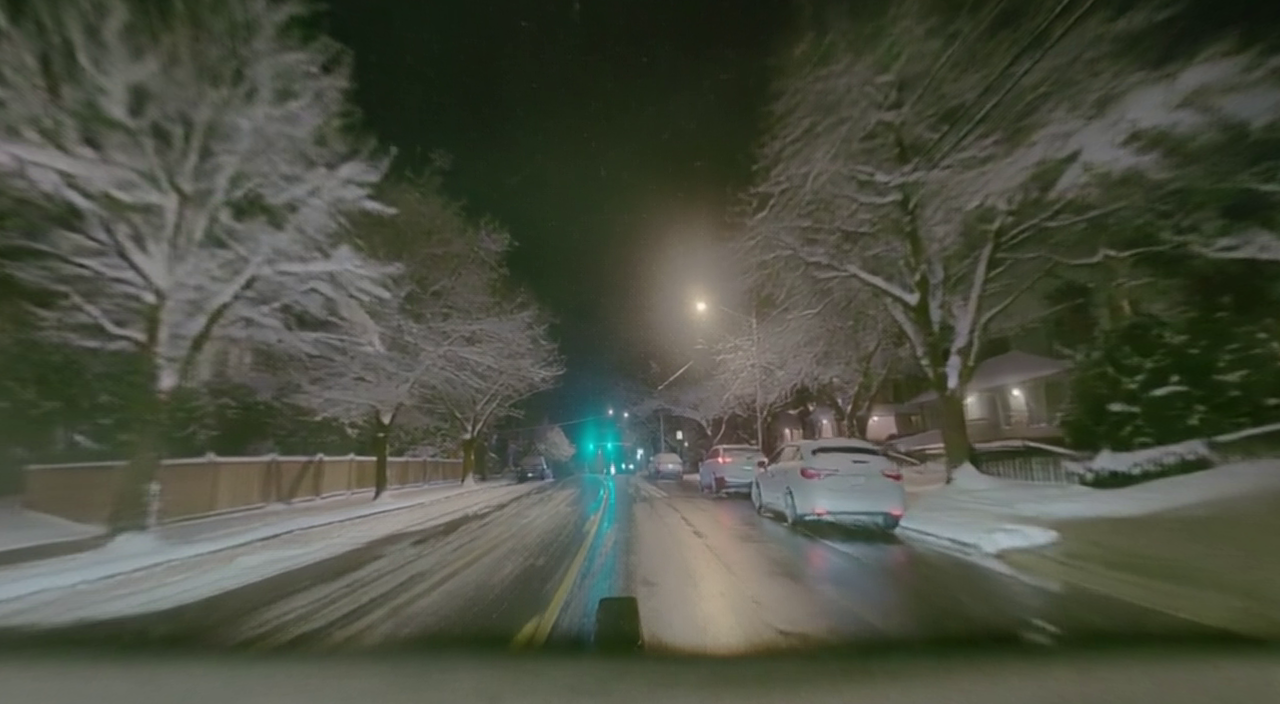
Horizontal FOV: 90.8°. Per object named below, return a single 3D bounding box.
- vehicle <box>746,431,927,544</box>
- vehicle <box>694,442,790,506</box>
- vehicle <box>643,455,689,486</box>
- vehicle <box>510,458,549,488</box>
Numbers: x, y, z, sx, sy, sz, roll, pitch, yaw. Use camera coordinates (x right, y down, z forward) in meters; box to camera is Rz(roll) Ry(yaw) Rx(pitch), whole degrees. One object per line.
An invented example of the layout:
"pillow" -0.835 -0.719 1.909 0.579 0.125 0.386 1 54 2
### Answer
"vehicle" 3.441 2.454 12.158 1.970 1.709 4.568 -1 -8 0
"vehicle" 3.103 3.822 20.345 1.990 1.753 4.783 0 -9 -4
"vehicle" 1.584 7.481 40.105 2.163 1.742 4.239 1 -9 -8
"vehicle" -7.089 7.809 41.008 2.051 1.575 4.581 -2 -7 -5
